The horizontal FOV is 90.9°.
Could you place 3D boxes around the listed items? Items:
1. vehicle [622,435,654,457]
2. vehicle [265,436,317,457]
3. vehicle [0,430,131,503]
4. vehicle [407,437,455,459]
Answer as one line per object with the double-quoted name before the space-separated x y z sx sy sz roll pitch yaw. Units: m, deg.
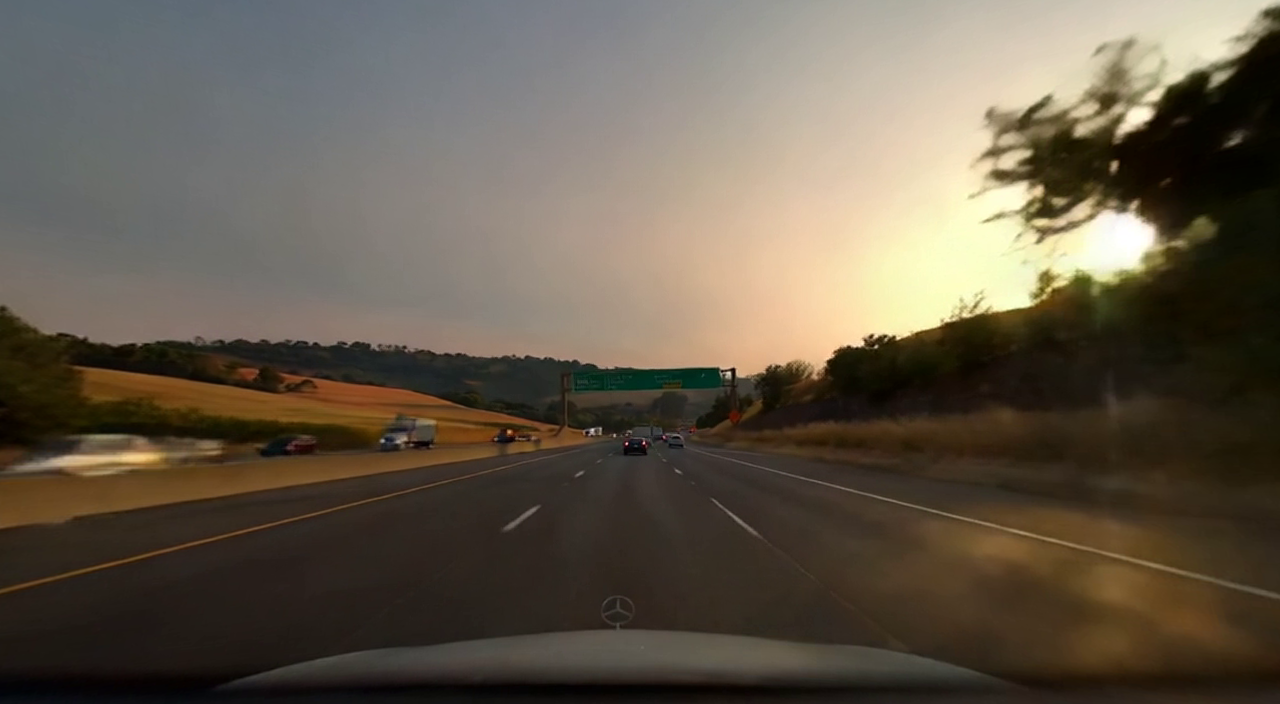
"vehicle" -0.151 6.590 44.419 2.140 1.475 3.969 0 -8 0
"vehicle" -25.677 6.925 46.510 1.766 1.472 3.591 0 -8 1
"vehicle" -14.173 2.528 14.282 1.976 1.489 3.932 0 -8 -1
"vehicle" -14.709 6.771 44.655 1.836 1.431 4.374 0 -8 1
